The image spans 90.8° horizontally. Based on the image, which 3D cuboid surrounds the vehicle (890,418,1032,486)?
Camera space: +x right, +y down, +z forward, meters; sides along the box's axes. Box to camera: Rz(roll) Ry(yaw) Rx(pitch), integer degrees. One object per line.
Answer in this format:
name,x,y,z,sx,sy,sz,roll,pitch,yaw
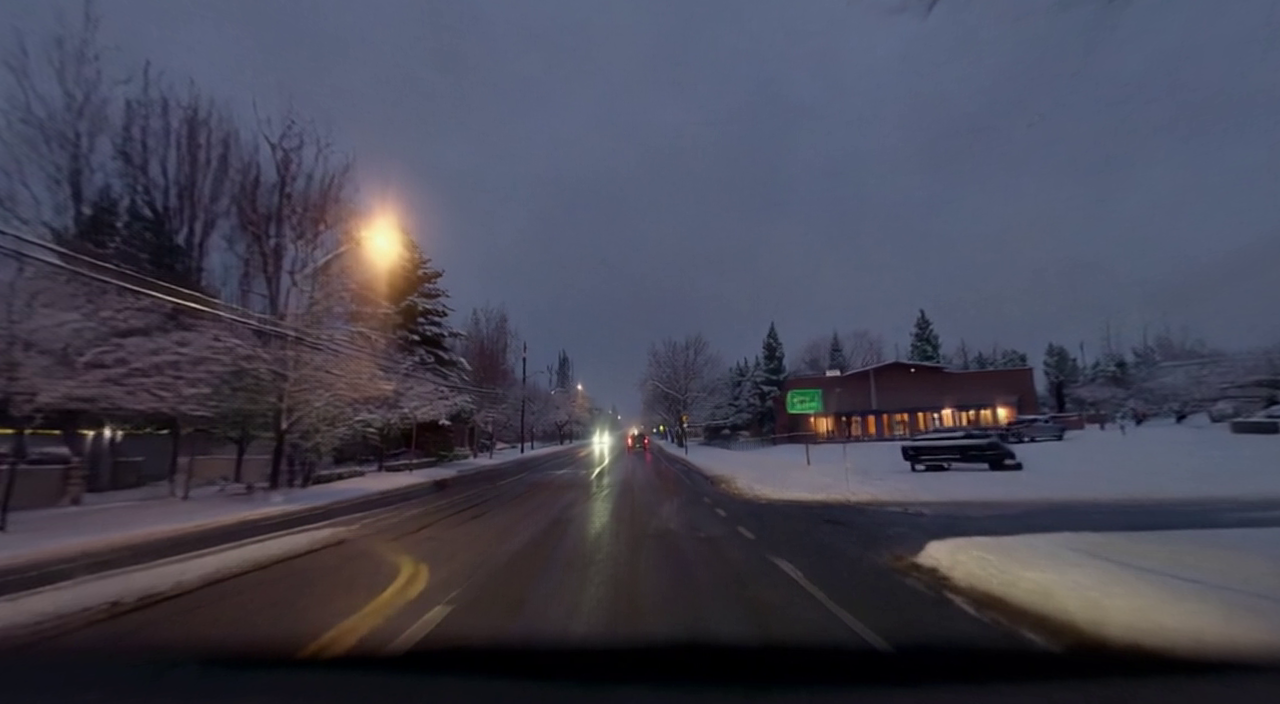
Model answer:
vehicle,11.060,3.621,22.225,2.001,1.744,4.449,-3,-14,-9
